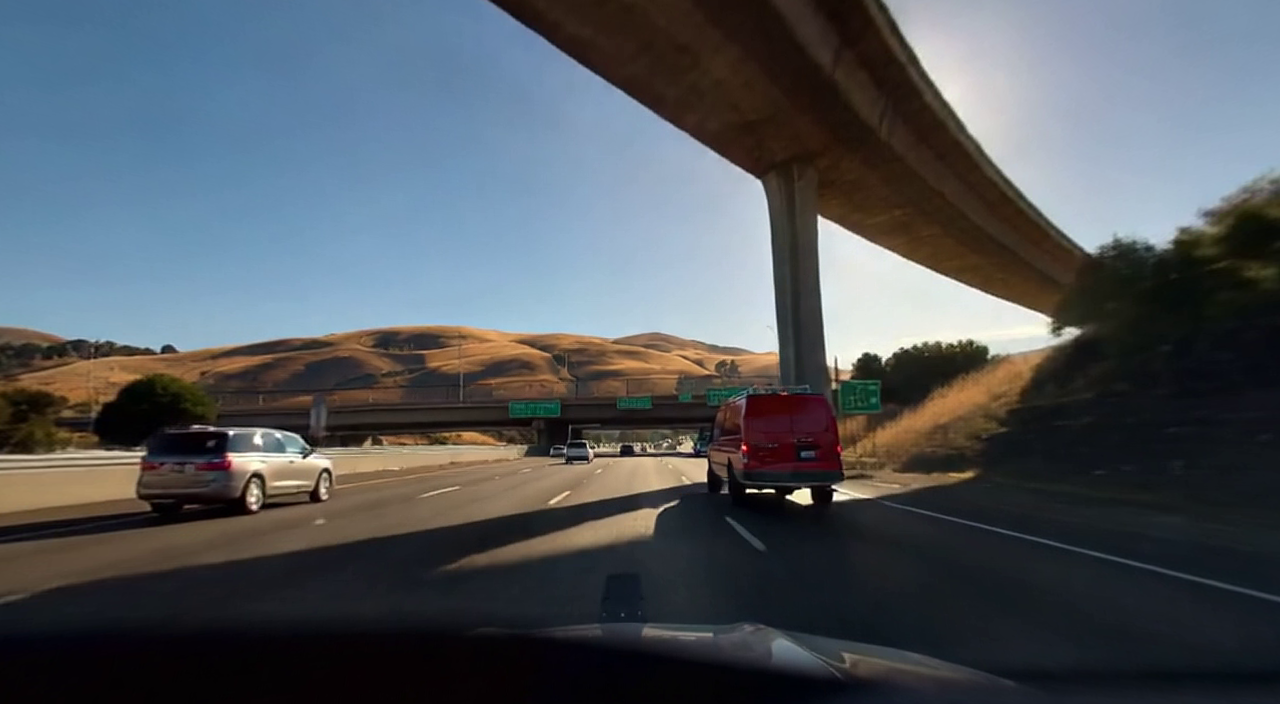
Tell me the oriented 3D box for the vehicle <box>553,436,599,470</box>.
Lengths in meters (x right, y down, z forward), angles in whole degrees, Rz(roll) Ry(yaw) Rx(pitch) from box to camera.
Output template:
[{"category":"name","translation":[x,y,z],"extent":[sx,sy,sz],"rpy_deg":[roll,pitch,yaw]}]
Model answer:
[{"category":"vehicle","translation":[-3.702,5.947,37.348],"extent":[2.144,1.847,4.850],"rpy_deg":[0,-8,1]}]

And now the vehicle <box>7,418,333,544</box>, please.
[{"category":"vehicle","translation":[-7.613,2.121,11.032],"extent":[2.092,1.712,4.627],"rpy_deg":[0,-9,1]}]
